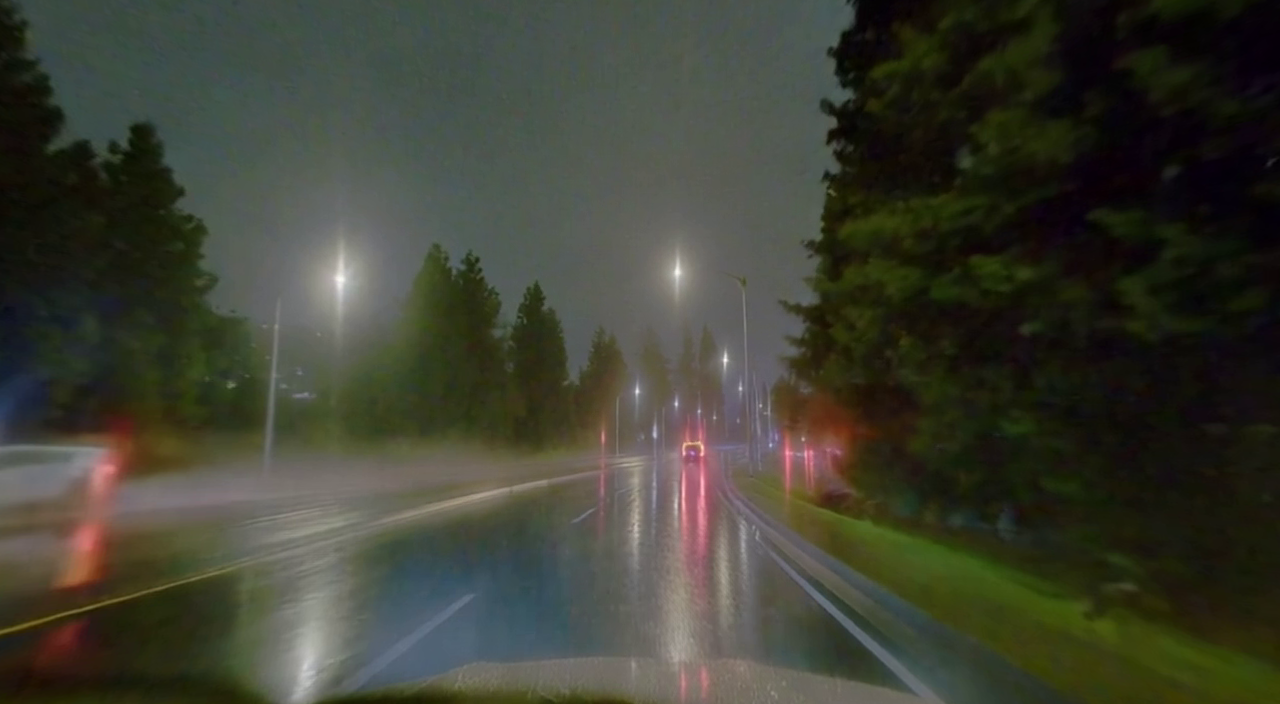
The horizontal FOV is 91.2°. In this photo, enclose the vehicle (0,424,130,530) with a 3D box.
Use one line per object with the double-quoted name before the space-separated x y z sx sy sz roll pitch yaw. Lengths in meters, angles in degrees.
"vehicle" -11.131 2.006 10.042 2.023 1.657 4.394 -1 -9 3
